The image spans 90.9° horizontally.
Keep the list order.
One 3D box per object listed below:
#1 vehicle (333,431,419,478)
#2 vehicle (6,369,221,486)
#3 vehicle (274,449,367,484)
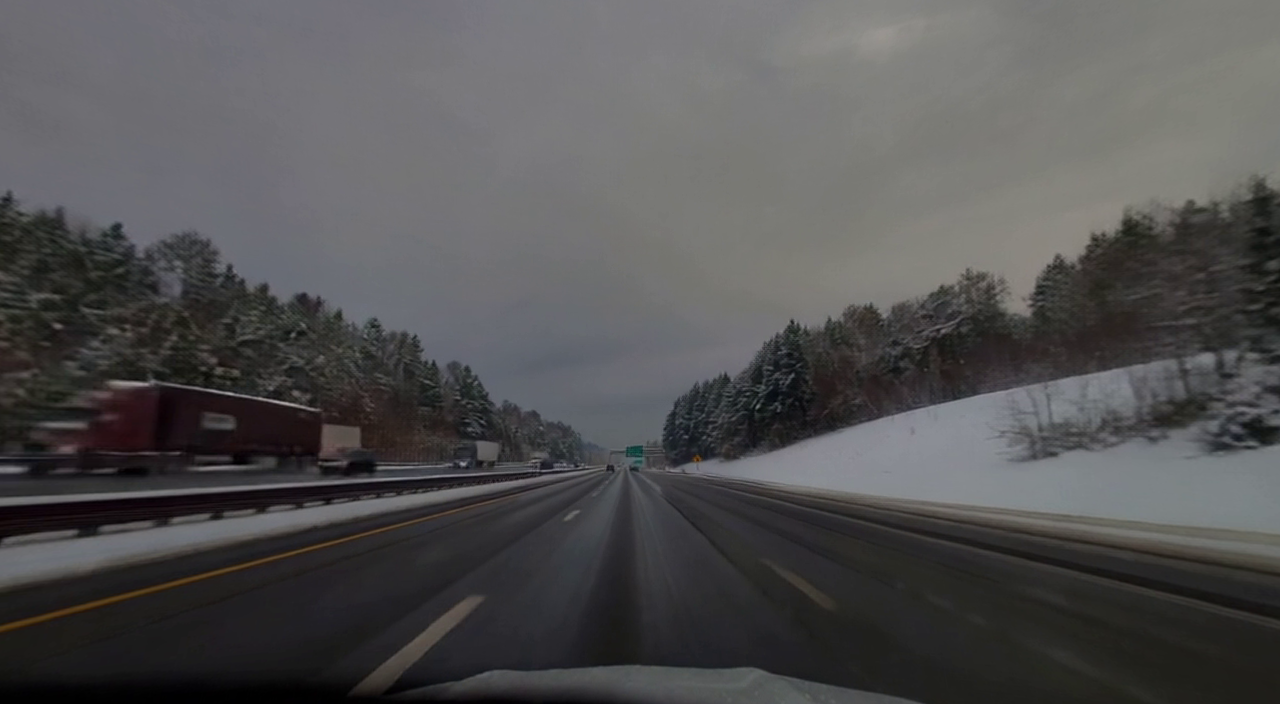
[{"bbox_3d":[-15.914,6.319,38.449,2.531,2.623,6.001,1,-10,0],"label":"vehicle"},{"bbox_3d":[-19.935,3.099,24.508,3.015,3.967,5.813,1,-10,-1],"label":"vehicle"},{"bbox_3d":[-15.745,5.686,31.353,2.209,1.568,4.655,1,-10,-1],"label":"vehicle"}]
